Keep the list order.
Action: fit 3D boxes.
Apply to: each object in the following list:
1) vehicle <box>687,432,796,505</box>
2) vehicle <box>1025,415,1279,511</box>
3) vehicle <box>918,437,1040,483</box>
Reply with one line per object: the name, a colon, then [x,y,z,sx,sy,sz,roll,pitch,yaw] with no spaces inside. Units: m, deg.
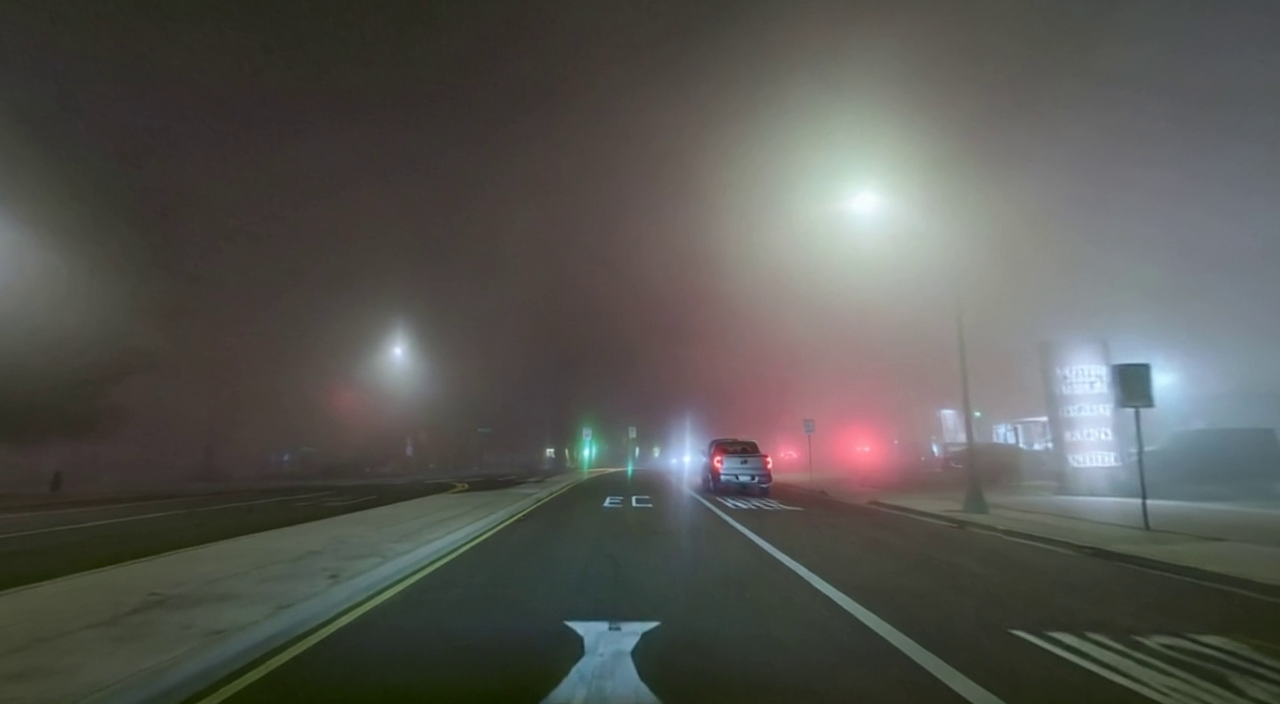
vehicle: [2.935,3.541,19.775,2.402,1.922,5.677,0,-8,-1]
vehicle: [15.649,3.249,18.015,7.551,2.142,2.896,4,-10,-2]
vehicle: [16.816,5.359,31.590,4.765,1.678,2.228,-5,-3,6]
